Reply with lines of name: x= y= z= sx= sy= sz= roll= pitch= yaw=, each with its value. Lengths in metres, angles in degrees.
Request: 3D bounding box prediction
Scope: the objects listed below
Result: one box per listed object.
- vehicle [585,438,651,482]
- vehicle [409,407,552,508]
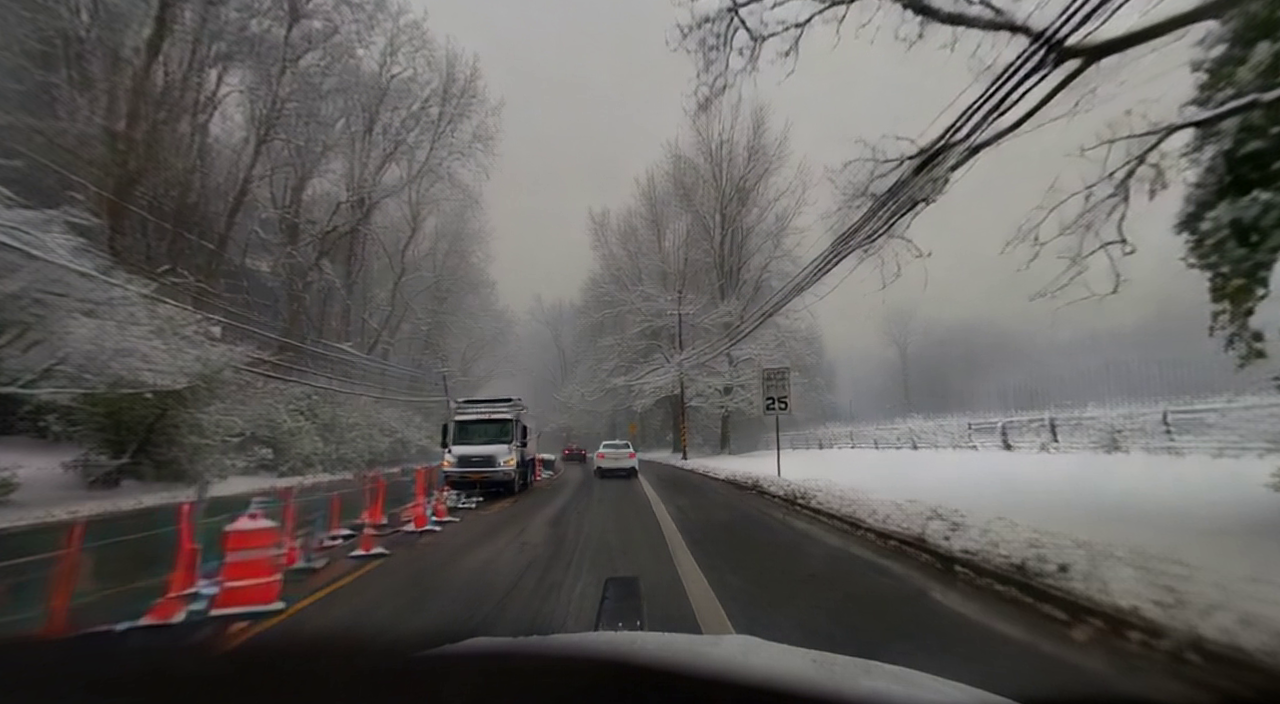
vehicle: x=-0.863 y=3.931 z=23.346 sx=2.186 sy=1.463 sz=4.356 roll=0 pitch=-8 yaw=-4
vehicle: x=-3.700 y=2.618 z=16.140 sx=2.671 sy=2.053 sz=6.074 roll=1 pitch=-8 yaw=-6
